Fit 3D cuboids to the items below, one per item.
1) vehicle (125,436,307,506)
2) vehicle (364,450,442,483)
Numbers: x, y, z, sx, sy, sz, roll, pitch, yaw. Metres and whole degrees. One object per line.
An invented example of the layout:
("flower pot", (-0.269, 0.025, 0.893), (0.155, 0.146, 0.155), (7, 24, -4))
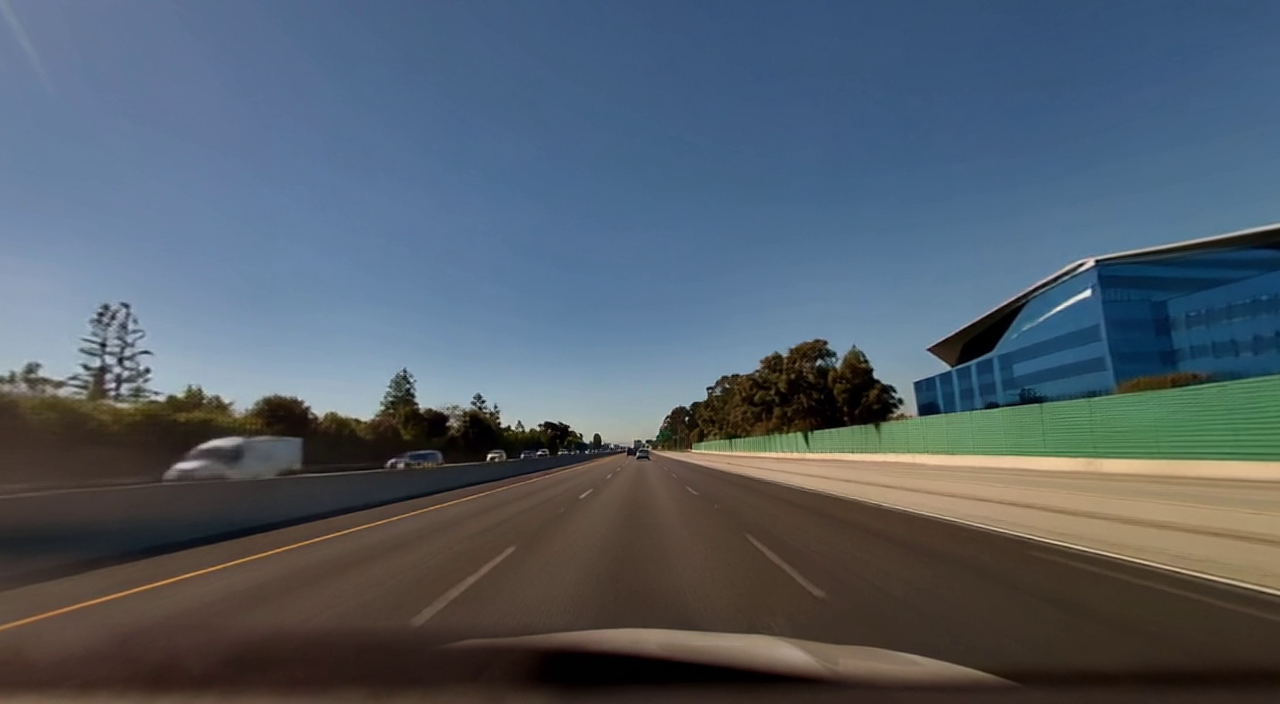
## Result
("vehicle", (-12.109, 3.413, 18.522), (2.007, 1.756, 4.699), (0, -9, 1))
("vehicle", (-11.377, 5.527, 30.683), (1.974, 1.445, 4.605), (0, -9, 0))
